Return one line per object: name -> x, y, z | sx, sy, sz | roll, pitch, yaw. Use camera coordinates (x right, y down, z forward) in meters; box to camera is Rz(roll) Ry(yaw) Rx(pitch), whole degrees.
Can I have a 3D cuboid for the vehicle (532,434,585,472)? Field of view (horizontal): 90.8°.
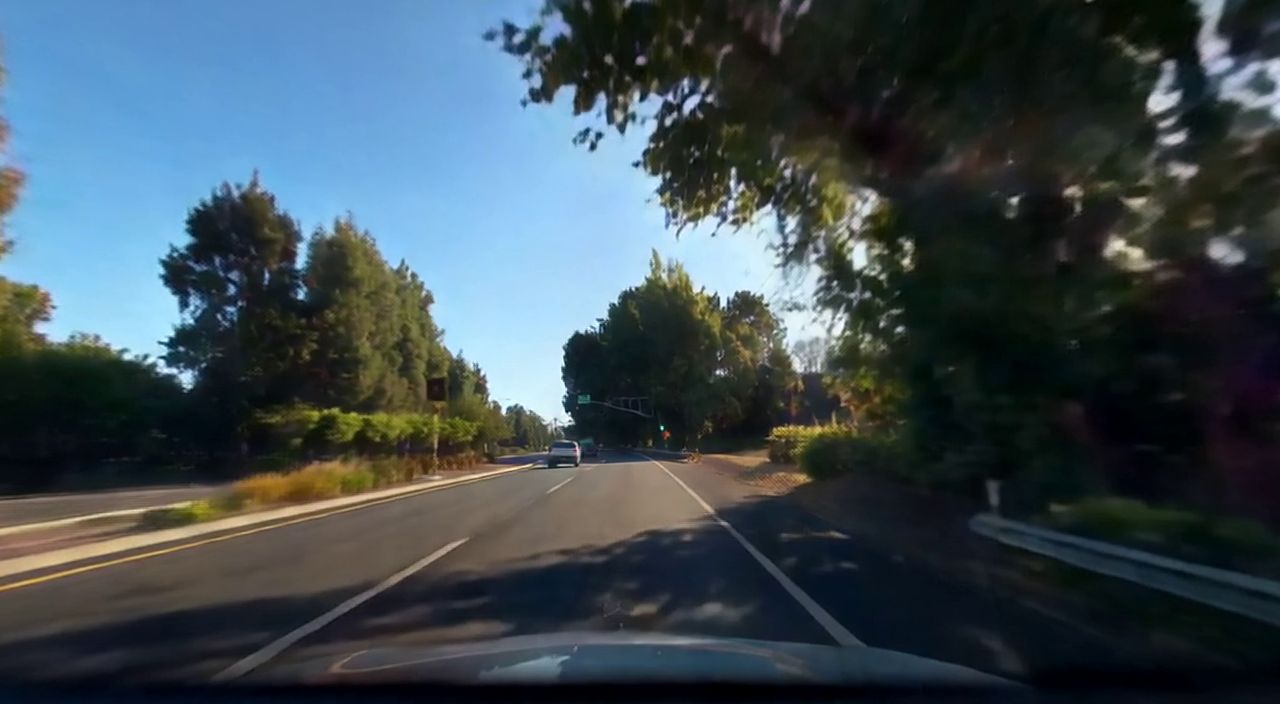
vehicle -> -4.334, 5.441, 34.291 | 2.246, 1.885, 5.275 | 0, -8, -1
